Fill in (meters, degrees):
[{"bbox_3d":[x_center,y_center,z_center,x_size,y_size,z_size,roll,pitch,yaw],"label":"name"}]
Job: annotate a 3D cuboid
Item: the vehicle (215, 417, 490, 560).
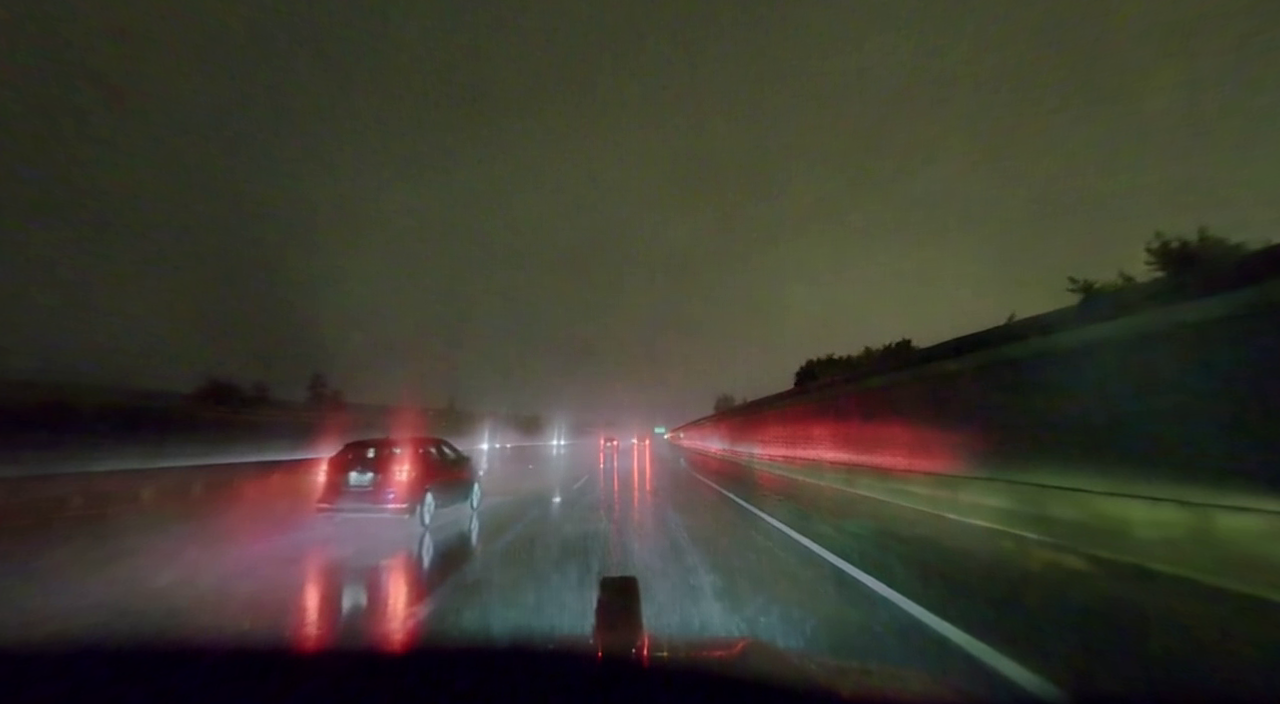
[{"bbox_3d":[-3.754,1.825,9.280,2.039,1.589,4.324,0,-8,0],"label":"vehicle"}]
